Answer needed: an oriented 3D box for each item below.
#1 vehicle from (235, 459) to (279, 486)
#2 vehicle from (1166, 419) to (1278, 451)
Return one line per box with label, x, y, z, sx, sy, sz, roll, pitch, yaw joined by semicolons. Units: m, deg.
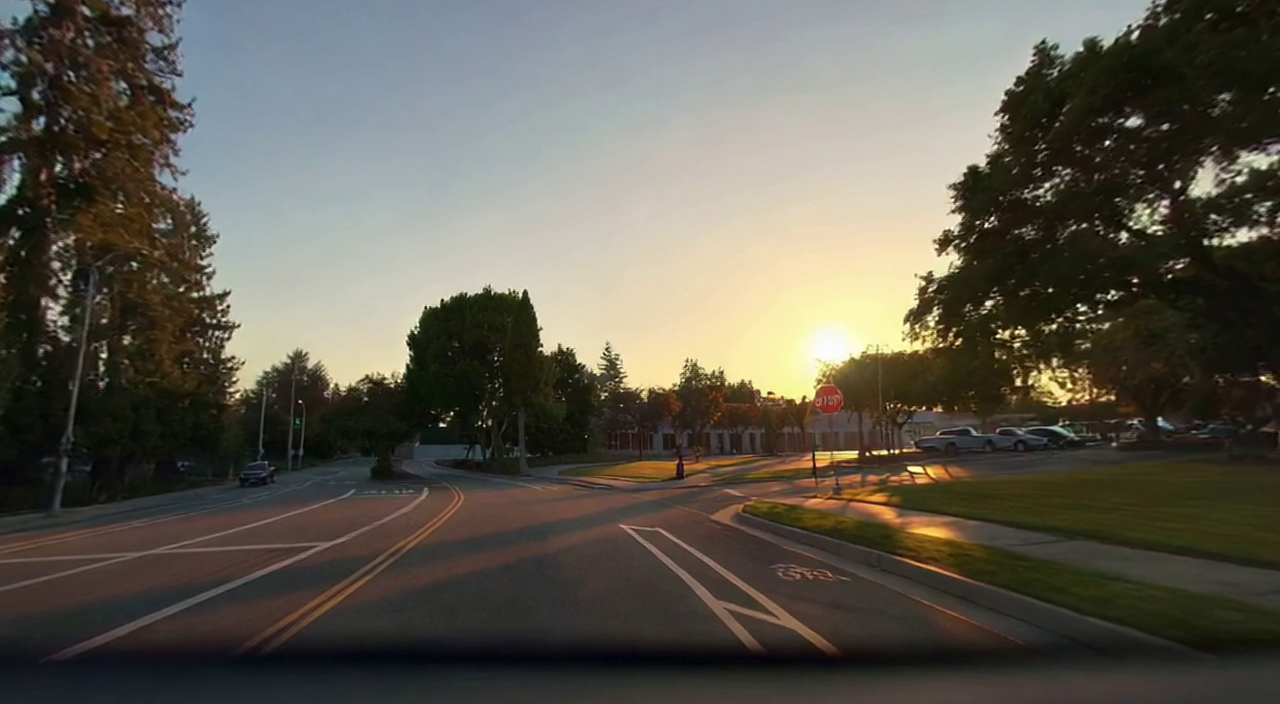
vehicle;-26.108;8.230;43.030;1.952;1.632;4.200;1;-11;-23
vehicle;34.954;5.070;37.950;1.811;1.793;4.479;5;-10;-30
